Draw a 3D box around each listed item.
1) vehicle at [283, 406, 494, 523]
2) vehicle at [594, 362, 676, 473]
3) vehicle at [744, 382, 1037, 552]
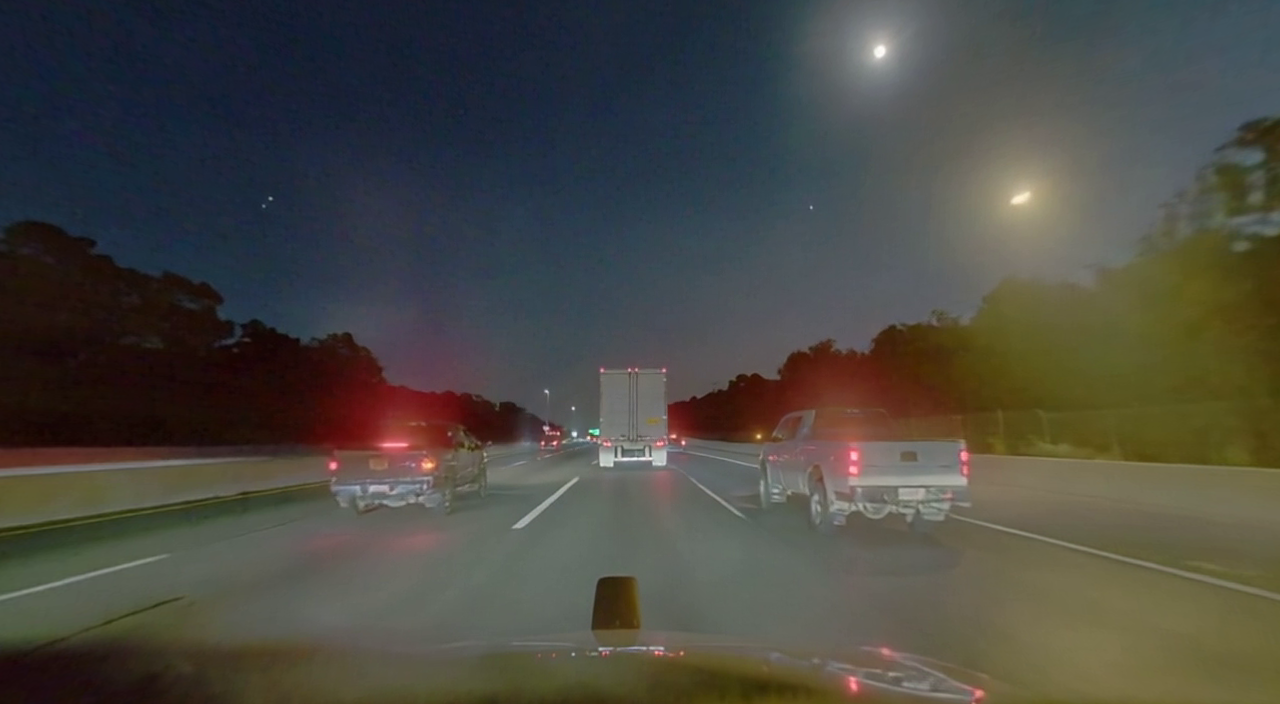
[{"bbox_3d":[-4.300,1.987,11.713,2.134,1.752,4.375,0,-8,0],"label":"vehicle"},{"bbox_3d":[-0.525,3.008,27.484,2.904,3.915,10.473,0,-8,-4],"label":"vehicle"},{"bbox_3d":[3.155,1.580,9.383,2.118,1.832,4.901,0,-8,-3],"label":"vehicle"}]
